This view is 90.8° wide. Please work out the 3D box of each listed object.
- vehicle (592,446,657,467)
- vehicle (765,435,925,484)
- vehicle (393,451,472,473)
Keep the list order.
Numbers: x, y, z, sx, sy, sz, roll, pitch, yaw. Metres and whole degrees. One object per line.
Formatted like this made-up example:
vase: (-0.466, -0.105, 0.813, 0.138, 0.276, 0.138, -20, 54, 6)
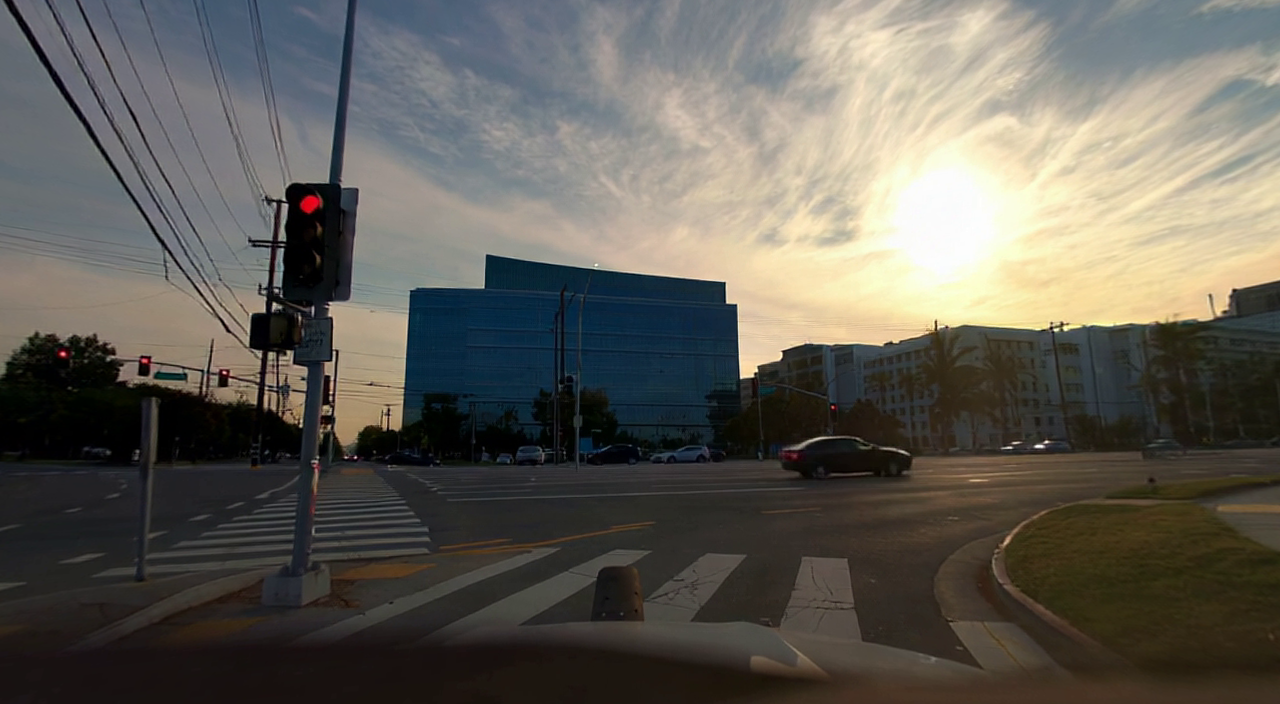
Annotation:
vehicle: (-1.133, 7.553, 45.818, 4.391, 1.451, 1.717, 4, -9, -26)
vehicle: (6.842, 3.565, 21.205, 4.700, 1.479, 2.095, 3, -9, -17)
vehicle: (-14.127, 7.444, 42.987, 4.837, 1.407, 1.818, 4, -9, -26)
